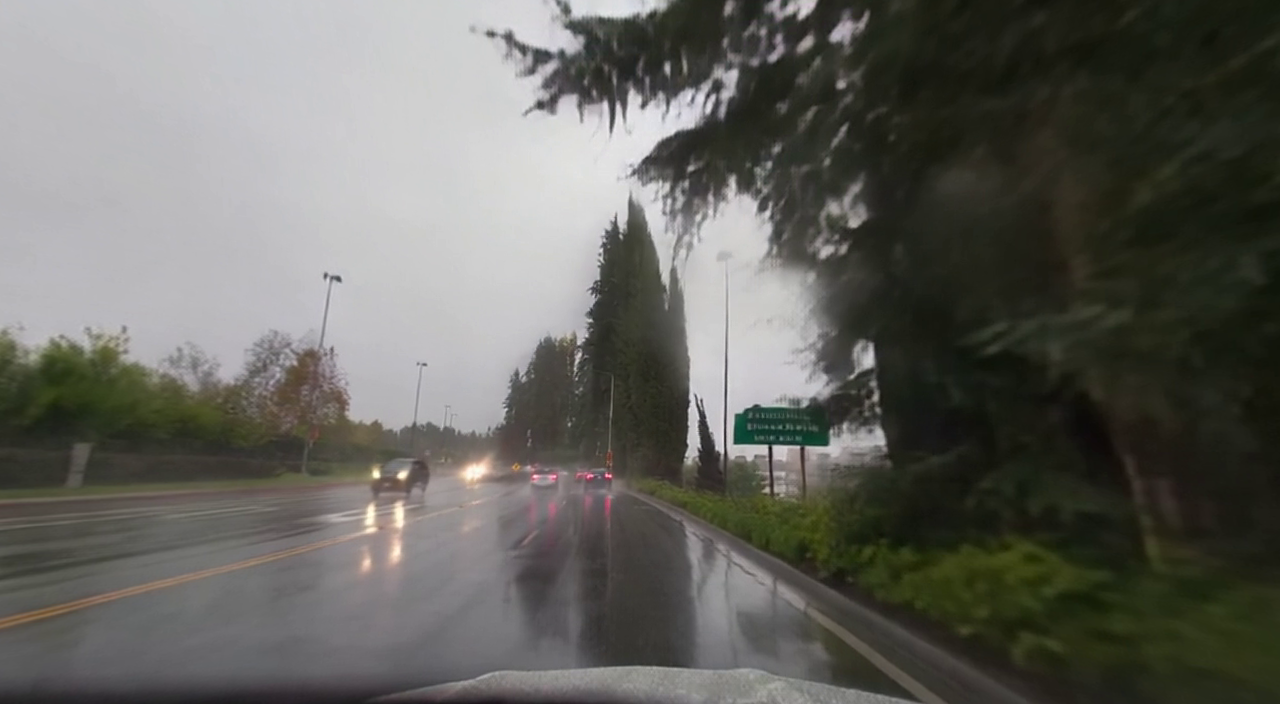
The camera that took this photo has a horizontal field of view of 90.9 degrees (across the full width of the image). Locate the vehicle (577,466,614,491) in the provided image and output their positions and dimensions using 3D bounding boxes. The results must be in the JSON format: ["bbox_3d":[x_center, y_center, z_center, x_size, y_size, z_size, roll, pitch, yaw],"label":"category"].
[{"bbox_3d":[-2.900,8.082,40.336,2.129,1.471,4.258,2,-10,-7],"label":"vehicle"}]

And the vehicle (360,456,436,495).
[{"bbox_3d":[-11.436,5.895,30.183,2.183,1.665,4.498,2,-10,-5],"label":"vehicle"}]

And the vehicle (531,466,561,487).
[{"bbox_3d":[-6.908,9.180,46.582,2.030,1.441,4.806,2,-11,-7],"label":"vehicle"}]
